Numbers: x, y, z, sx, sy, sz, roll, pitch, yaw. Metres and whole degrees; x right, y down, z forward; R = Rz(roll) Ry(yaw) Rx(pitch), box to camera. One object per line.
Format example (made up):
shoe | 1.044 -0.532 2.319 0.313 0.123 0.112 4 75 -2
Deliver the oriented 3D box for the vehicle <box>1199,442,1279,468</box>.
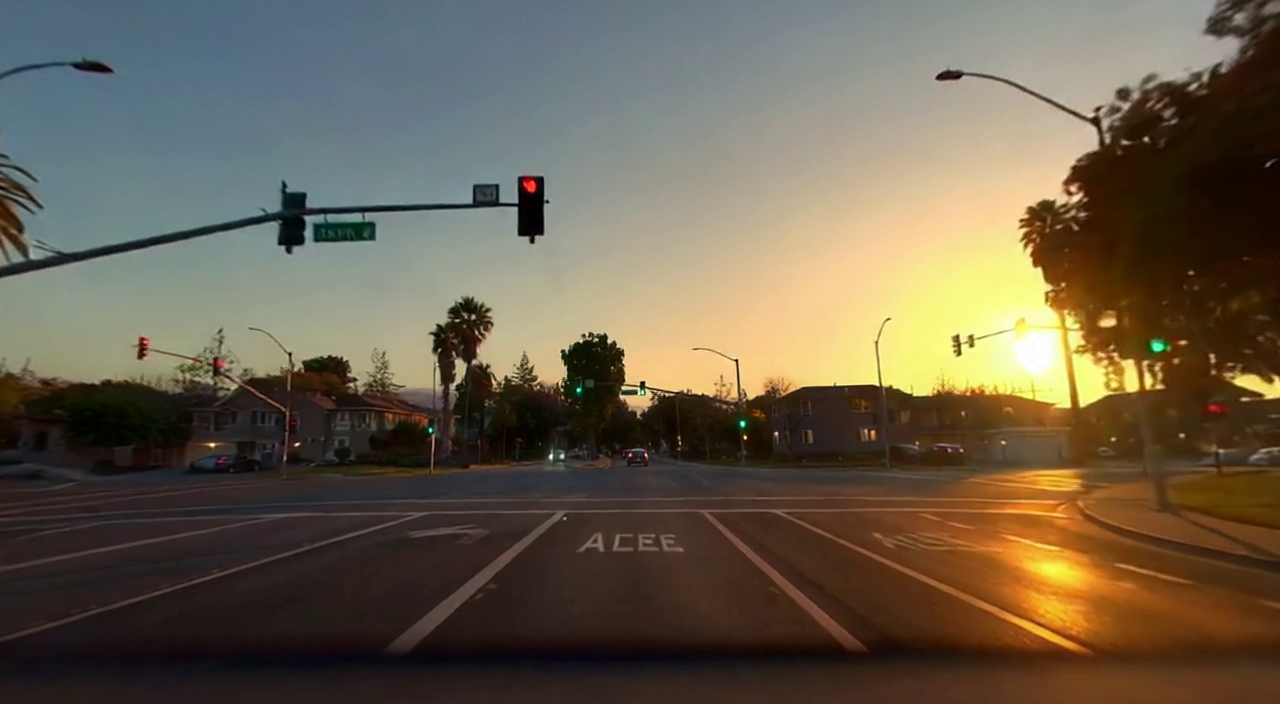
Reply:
vehicle | 43.262 7.297 44.868 5.165 1.711 2.081 0 -9 -3

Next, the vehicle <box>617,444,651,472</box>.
vehicle | -0.524 7.542 45.121 2.248 1.833 4.798 0 -9 -3
